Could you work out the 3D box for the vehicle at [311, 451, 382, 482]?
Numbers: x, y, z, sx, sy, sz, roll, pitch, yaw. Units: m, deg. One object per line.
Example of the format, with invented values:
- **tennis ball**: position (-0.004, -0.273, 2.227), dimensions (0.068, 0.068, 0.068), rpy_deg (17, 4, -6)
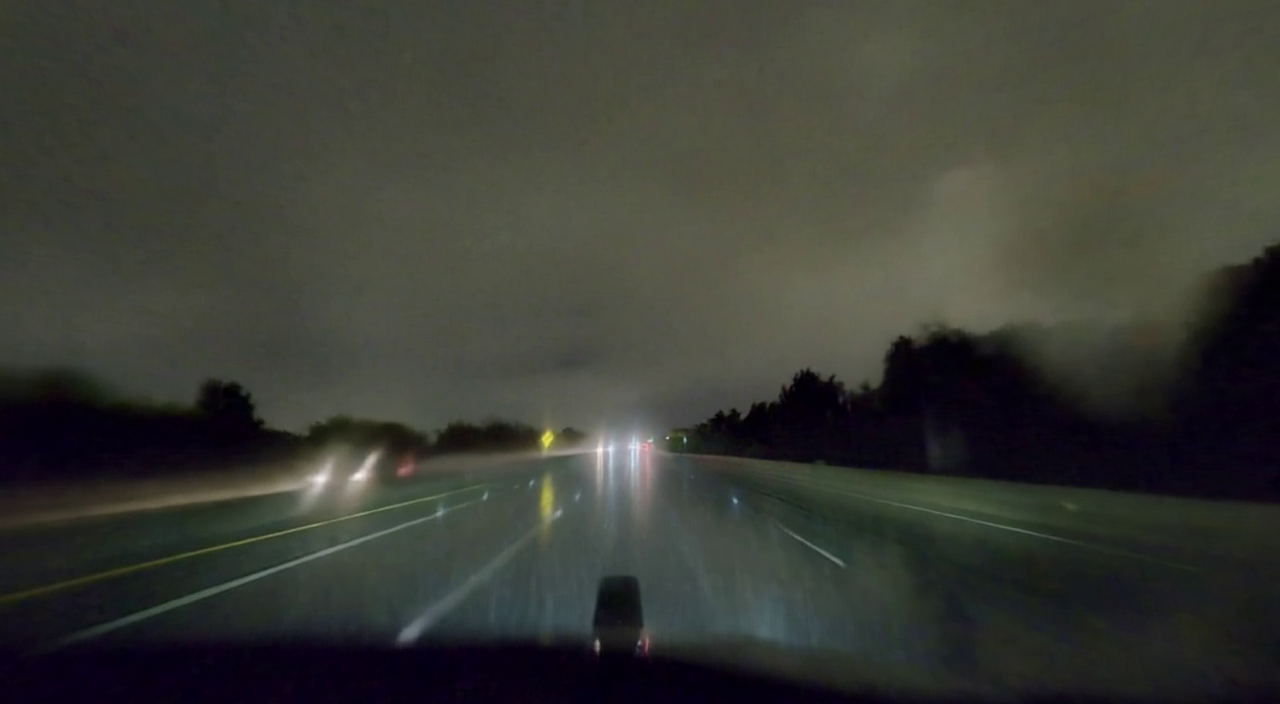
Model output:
- **vehicle**: position (-16.316, 6.359, 35.083), dimensions (1.873, 1.572, 4.257), rpy_deg (-1, -9, 1)
